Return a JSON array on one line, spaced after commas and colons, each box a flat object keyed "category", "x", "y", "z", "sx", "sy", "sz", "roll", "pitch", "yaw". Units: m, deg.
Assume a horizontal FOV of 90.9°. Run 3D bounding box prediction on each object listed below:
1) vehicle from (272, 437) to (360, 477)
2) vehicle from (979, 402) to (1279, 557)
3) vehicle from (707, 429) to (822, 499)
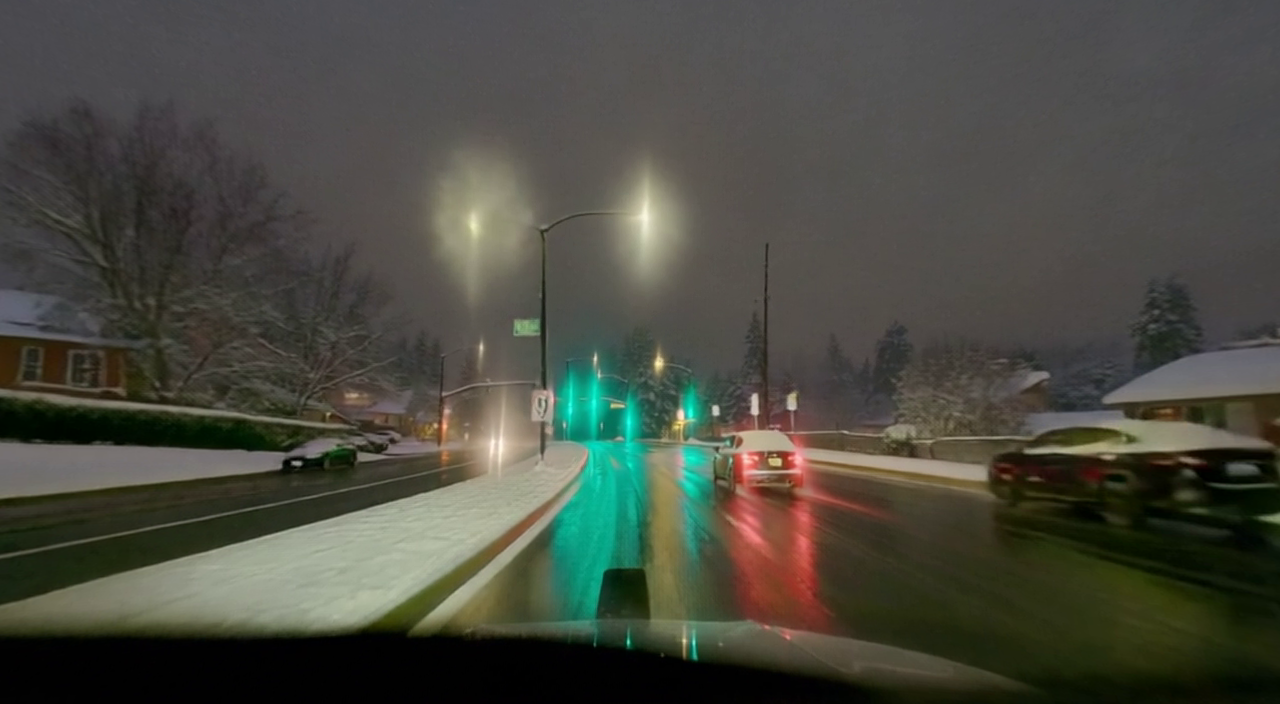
[{"category": "vehicle", "x": -14.473, "y": 4.718, "z": 28.462, "sx": 1.949, "sy": 1.642, "sz": 4.376, "roll": 1, "pitch": -9, "yaw": -5}, {"category": "vehicle", "x": 6.866, "y": 1.668, "z": 8.856, "sx": 2.008, "sy": 1.614, "sz": 4.369, "roll": -1, "pitch": -9, "yaw": 4}, {"category": "vehicle", "x": 2.901, "y": 2.727, "z": 15.698, "sx": 1.960, "sy": 1.479, "sz": 4.086, "roll": 0, "pitch": -9, "yaw": -1}]
